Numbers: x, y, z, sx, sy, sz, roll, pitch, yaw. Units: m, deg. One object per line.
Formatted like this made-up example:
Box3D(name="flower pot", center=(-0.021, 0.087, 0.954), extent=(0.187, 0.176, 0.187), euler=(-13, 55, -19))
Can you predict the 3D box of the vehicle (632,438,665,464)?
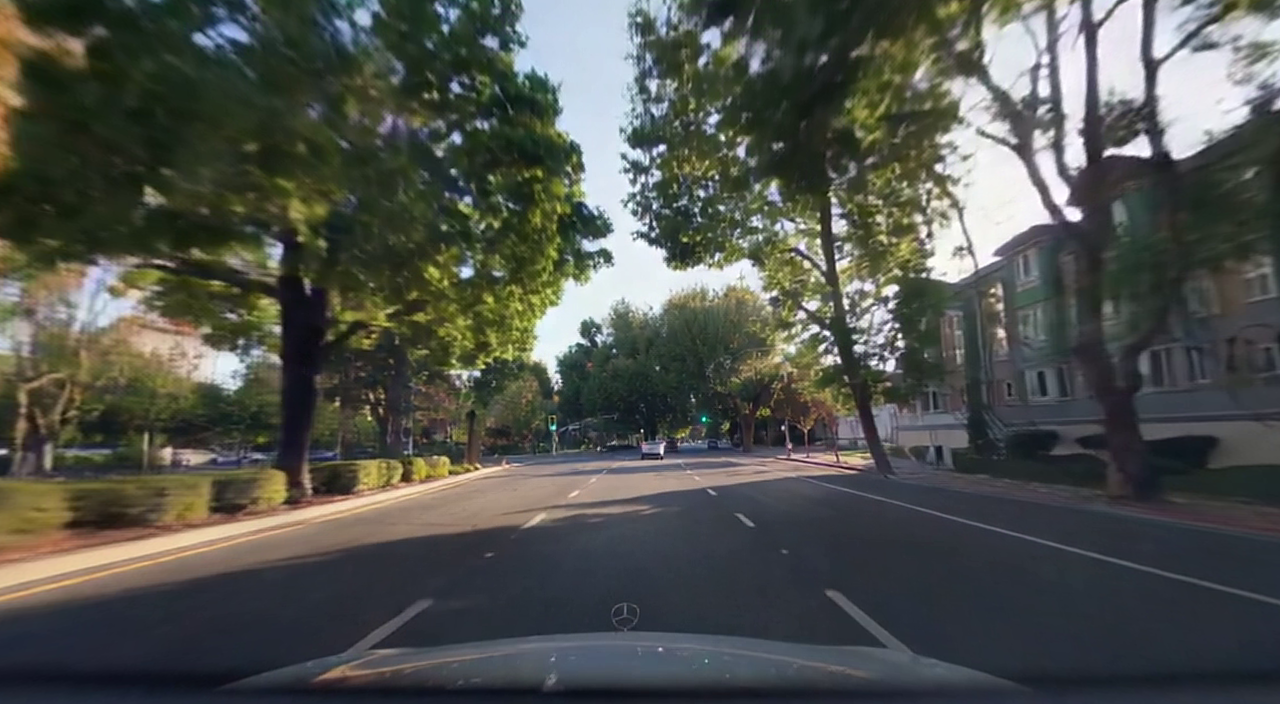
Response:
Box3D(name="vehicle", center=(0.607, 6.357, 40.719), extent=(2.037, 1.568, 3.693), euler=(0, -8, 2))
